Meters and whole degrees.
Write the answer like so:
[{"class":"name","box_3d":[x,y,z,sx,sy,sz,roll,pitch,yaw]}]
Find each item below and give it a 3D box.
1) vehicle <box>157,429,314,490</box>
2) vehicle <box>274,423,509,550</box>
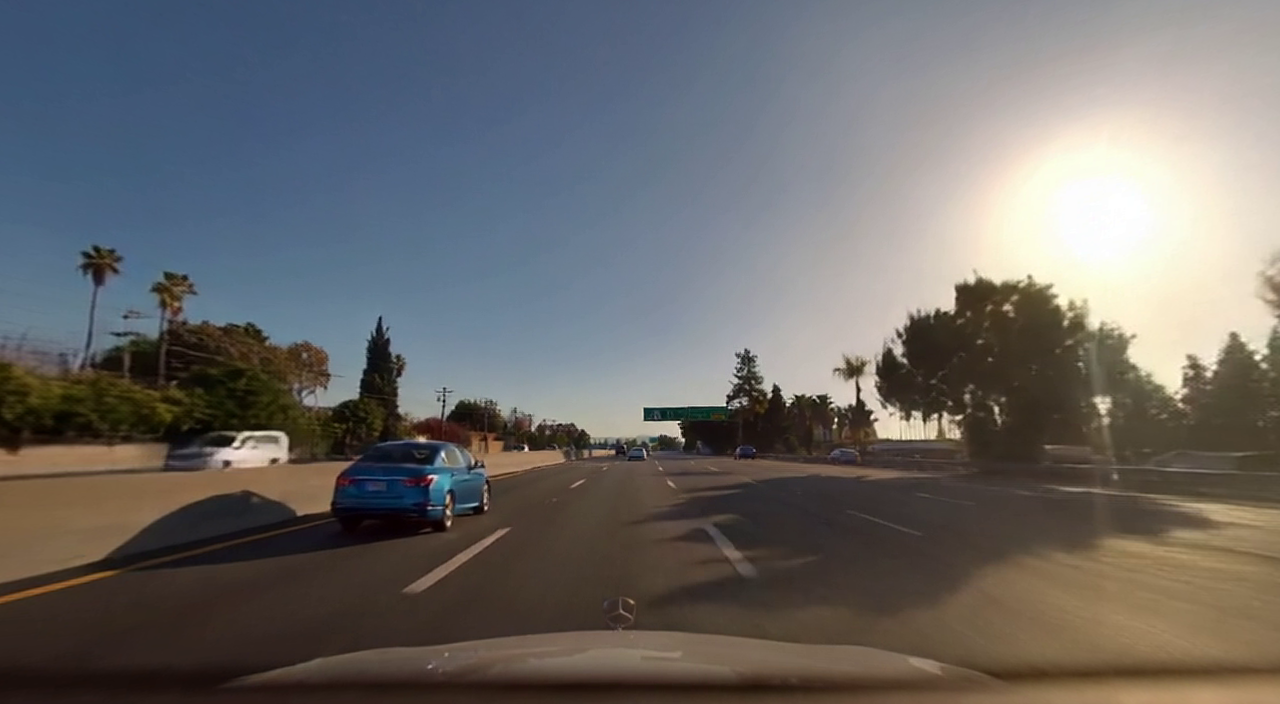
[{"class":"vehicle","box_3d":[-13.647,3.665,21.805,2.244,1.862,4.774,0,-8,0]},{"class":"vehicle","box_3d":[-3.679,2.070,10.480,1.996,1.617,4.637,0,-8,0]}]
